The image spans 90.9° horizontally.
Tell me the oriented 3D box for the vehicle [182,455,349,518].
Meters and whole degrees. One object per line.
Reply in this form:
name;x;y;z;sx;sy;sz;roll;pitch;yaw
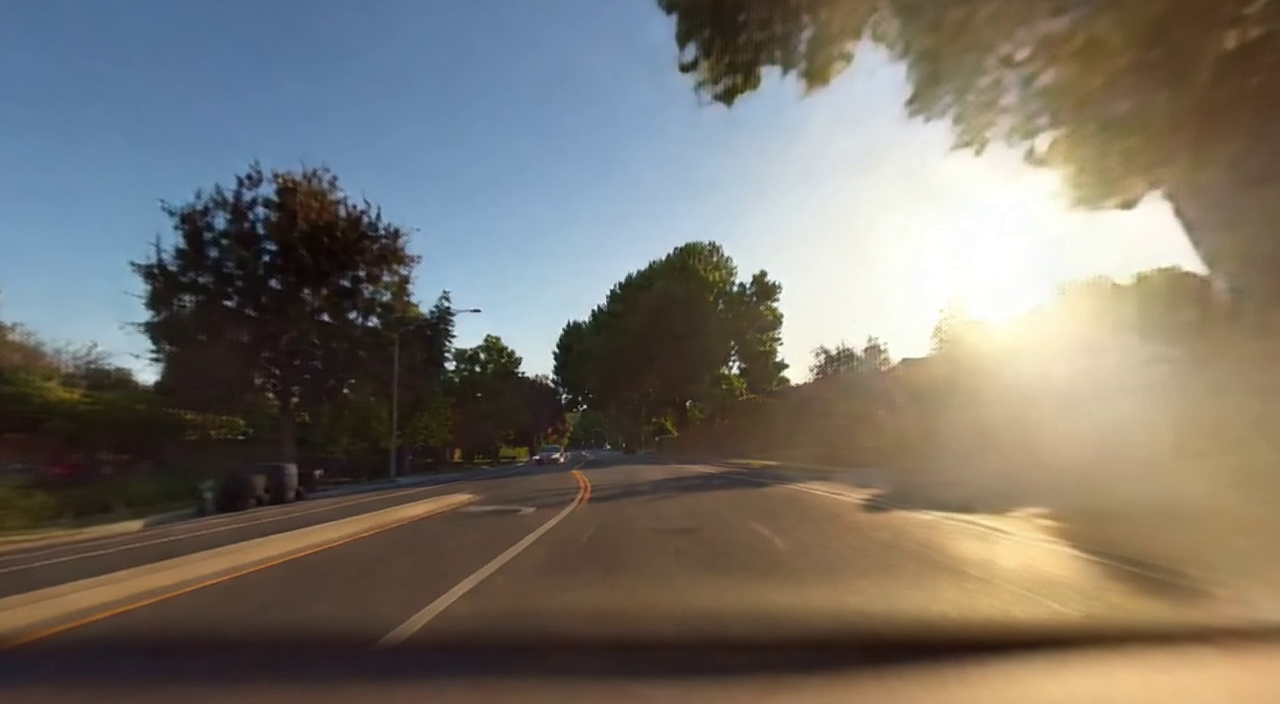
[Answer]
vehicle;-12.015;4.319;20.808;2.066;1.681;5.292;-1;-8;3

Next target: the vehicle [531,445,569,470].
vehicle;-6.192;7.258;43.735;1.951;1.612;4.269;0;-8;0
